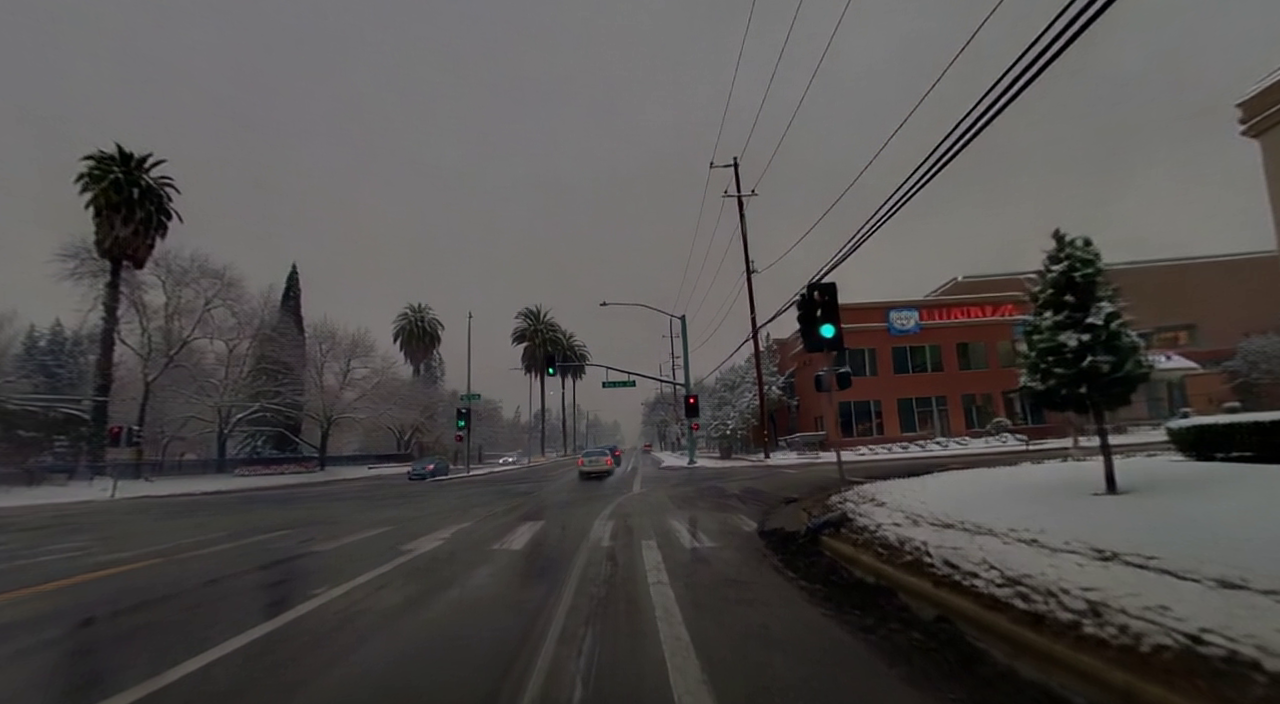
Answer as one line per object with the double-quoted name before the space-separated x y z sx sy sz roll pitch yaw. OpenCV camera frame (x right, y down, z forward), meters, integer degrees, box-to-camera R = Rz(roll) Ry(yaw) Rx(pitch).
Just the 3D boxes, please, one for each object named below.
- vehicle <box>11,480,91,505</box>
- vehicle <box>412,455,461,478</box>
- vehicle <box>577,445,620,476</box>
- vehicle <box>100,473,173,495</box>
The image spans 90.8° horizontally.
"vehicle" -39.040 9.338 41.920 3.685 1.183 1.680 -5 -9 -1
"vehicle" -14.571 8.230 45.533 1.997 1.480 4.715 0 -8 -1
"vehicle" -2.082 5.562 32.656 2.063 1.474 4.334 0 -8 -2
"vehicle" -39.742 10.432 49.953 4.018 1.556 1.895 0 -8 -3
